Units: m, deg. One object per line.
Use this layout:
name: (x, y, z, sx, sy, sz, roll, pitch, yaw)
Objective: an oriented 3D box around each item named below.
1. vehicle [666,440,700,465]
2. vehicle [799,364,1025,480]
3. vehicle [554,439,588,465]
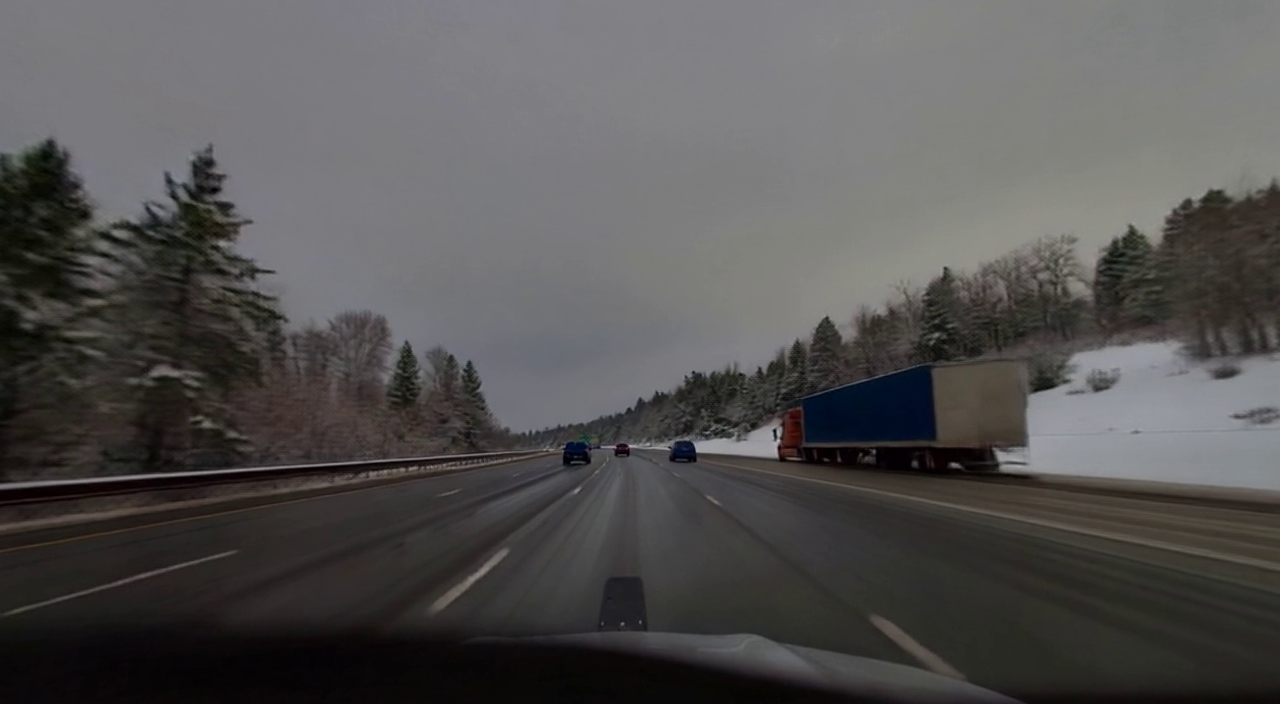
vehicle: (3.066, 7.230, 45.525, 1.995, 1.712, 4.206, 0, -8, -3)
vehicle: (11.783, 3.713, 30.786, 2.953, 4.129, 16.568, 0, -8, -3)
vehicle: (-5.077, 7.464, 47.225, 2.120, 1.855, 4.619, 0, -8, -1)
